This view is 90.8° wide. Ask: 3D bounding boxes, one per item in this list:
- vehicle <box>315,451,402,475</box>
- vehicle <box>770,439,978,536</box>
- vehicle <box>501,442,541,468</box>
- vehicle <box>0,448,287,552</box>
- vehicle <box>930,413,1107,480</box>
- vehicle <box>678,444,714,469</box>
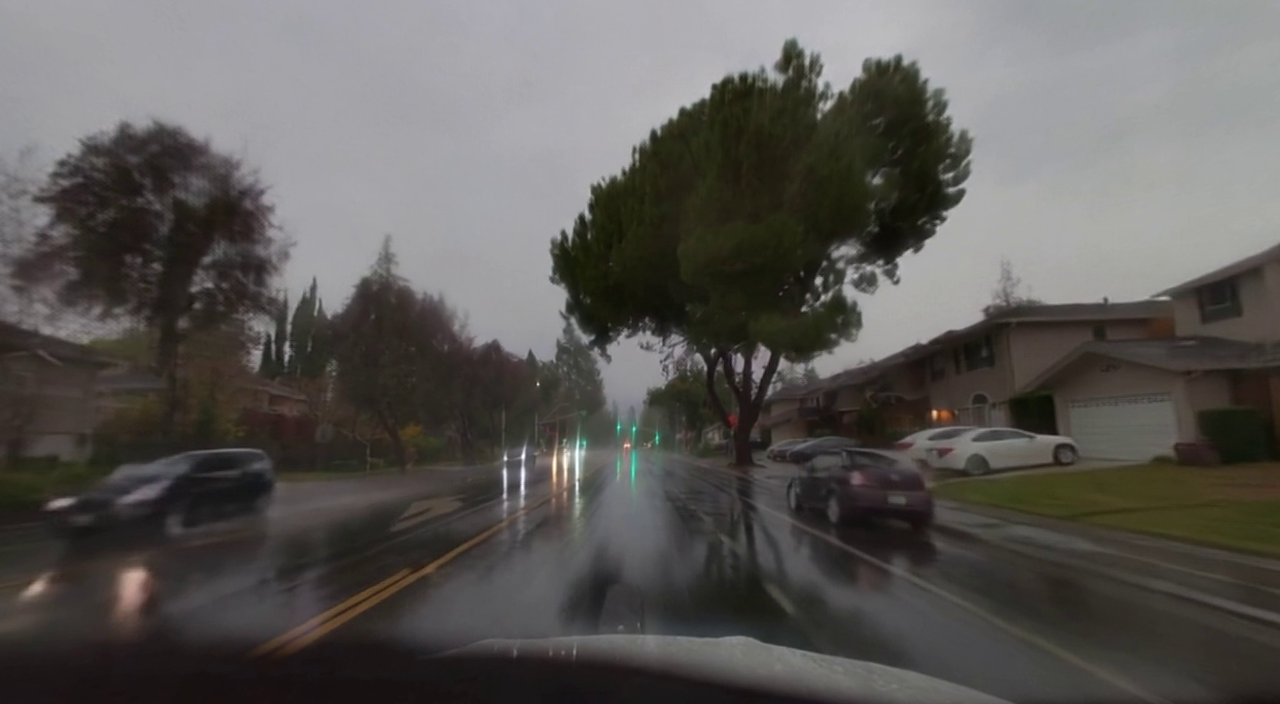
[{"bbox_3d":[-18.833,7.432,42.459,4.880,1.500,1.965,0,-8,-2],"label":"vehicle"},{"bbox_3d":[4.035,2.391,11.934,1.946,1.431,4.695,0,-8,-3],"label":"vehicle"},{"bbox_3d":[-8.658,7.514,46.384,2.041,1.760,4.522,-1,-8,1],"label":"vehicle"},{"bbox_3d":[-8.735,2.548,11.680,1.871,1.484,4.383,0,-8,0],"label":"vehicle"},{"bbox_3d":[11.190,2.818,18.901,3.999,1.599,1.819,-5,-8,0],"label":"vehicle"},{"bbox_3d":[3.663,6.920,42.084,1.991,1.500,4.562,0,-8,-1],"label":"vehicle"}]
